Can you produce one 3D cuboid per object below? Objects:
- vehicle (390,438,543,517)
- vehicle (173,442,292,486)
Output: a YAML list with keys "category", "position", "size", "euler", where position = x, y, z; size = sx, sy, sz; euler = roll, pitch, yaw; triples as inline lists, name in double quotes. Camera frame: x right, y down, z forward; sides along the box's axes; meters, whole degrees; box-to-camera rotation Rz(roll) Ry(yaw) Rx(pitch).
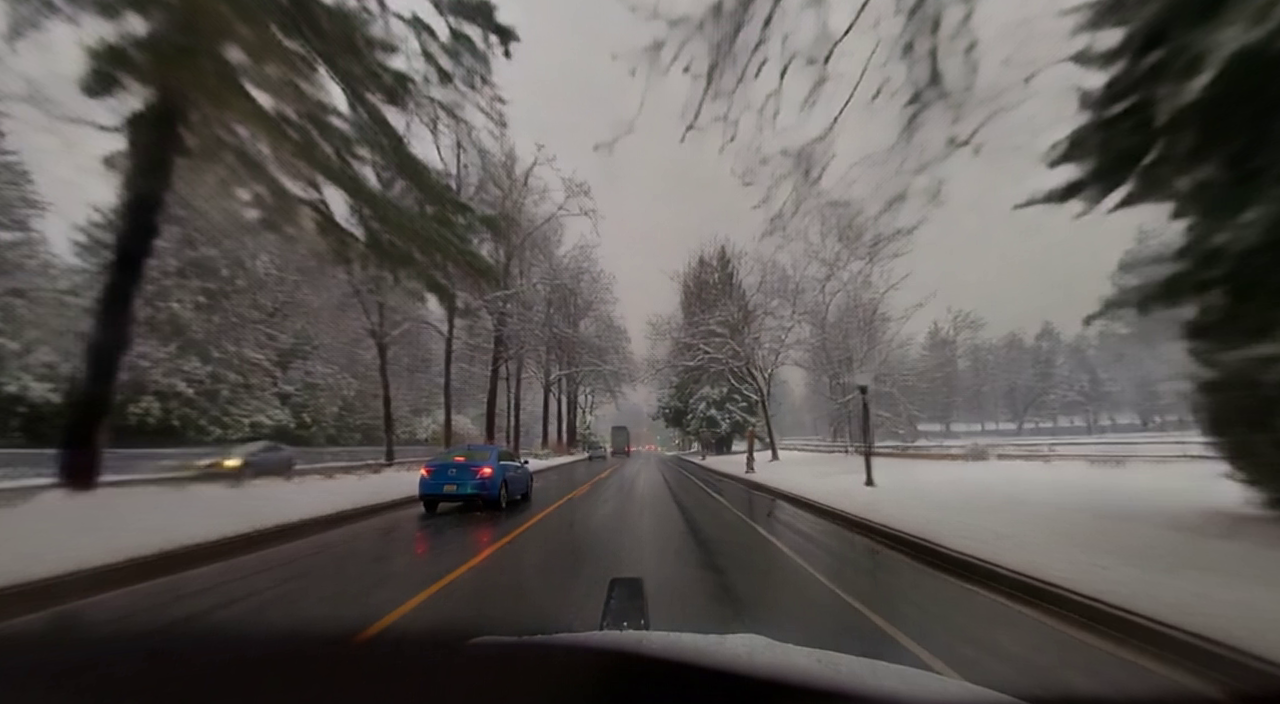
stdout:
- category: "vehicle"
  position: [-3.626, 2.720, 14.171]
  size: [2.033, 1.454, 4.512]
  euler: [0, -9, 2]
- category: "vehicle"
  position: [-17.736, 4.872, 27.756]
  size: [2.016, 1.742, 4.660]
  euler: [0, -9, 1]
